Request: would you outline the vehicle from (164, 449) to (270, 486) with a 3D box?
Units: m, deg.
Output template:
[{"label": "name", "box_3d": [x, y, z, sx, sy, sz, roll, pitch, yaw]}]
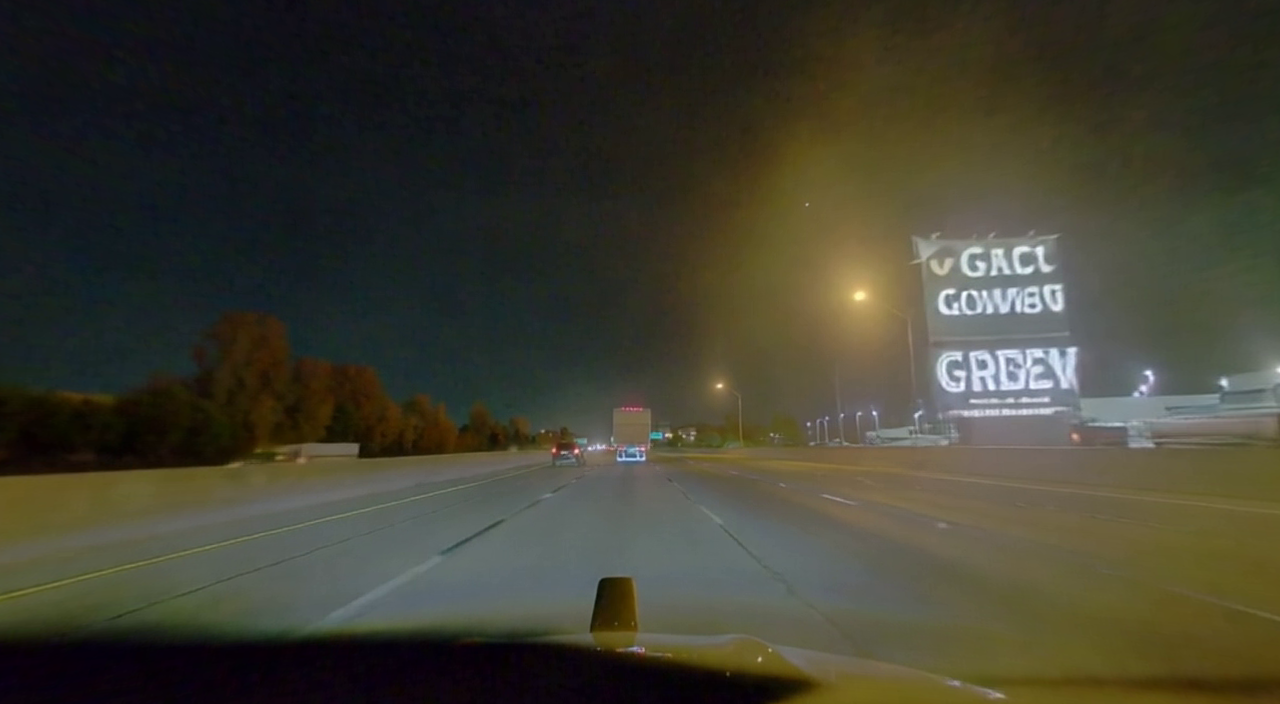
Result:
[{"label": "vehicle", "box_3d": [-20.028, 5.462, 30.219, 1.988, 1.555, 4.556, 0, -8, -1]}]

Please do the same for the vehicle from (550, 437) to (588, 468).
[{"label": "vehicle", "box_3d": [-4.728, 6.803, 42.829, 2.095, 1.930, 4.680, 0, -8, 0]}]

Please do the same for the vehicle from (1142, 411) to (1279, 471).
[{"label": "vehicle", "box_3d": [29.101, 4.573, 32.466, 2.277, 2.699, 7.384, -3, -9, 15]}]
